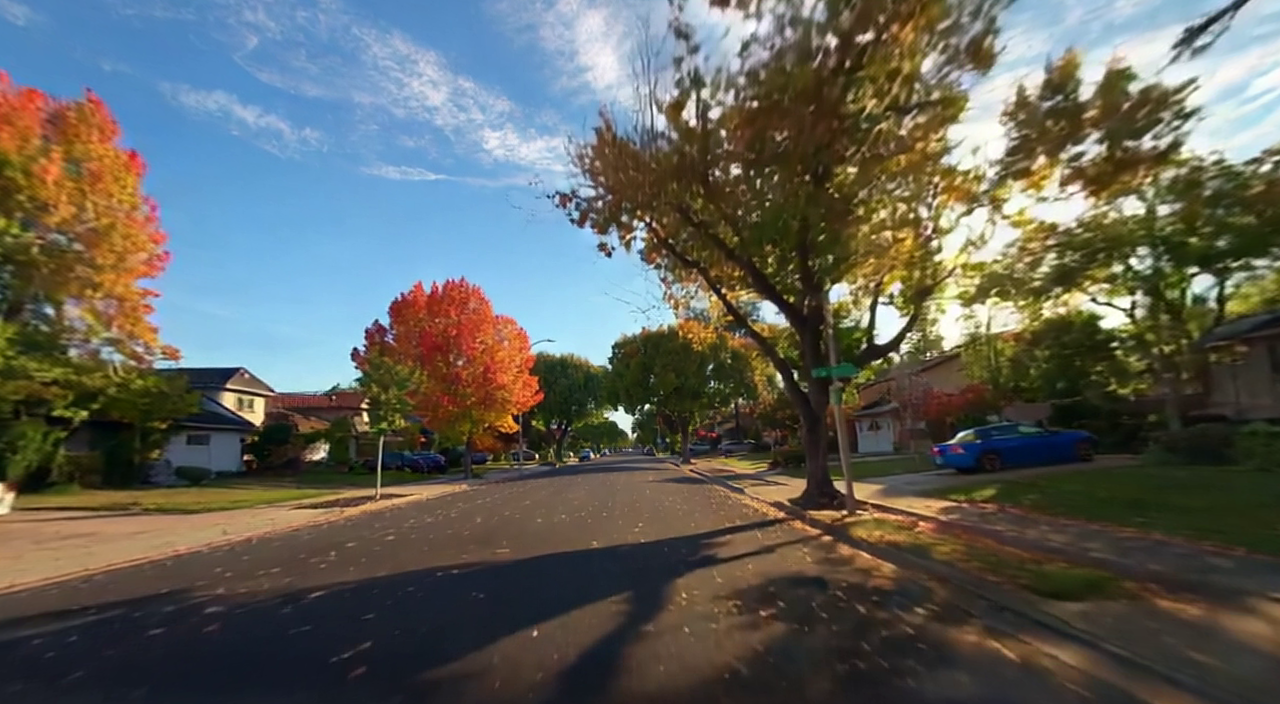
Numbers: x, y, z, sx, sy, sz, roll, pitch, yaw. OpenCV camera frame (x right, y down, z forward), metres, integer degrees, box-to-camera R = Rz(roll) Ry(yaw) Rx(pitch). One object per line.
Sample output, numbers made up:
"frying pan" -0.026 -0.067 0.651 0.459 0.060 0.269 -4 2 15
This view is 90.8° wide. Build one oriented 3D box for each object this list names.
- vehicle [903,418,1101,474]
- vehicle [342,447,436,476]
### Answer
"vehicle" 10.233 2.700 18.163 4.422 1.488 2.013 0 -9 0
"vehicle" -15.296 6.702 38.723 4.830 1.725 2.116 0 -9 1
